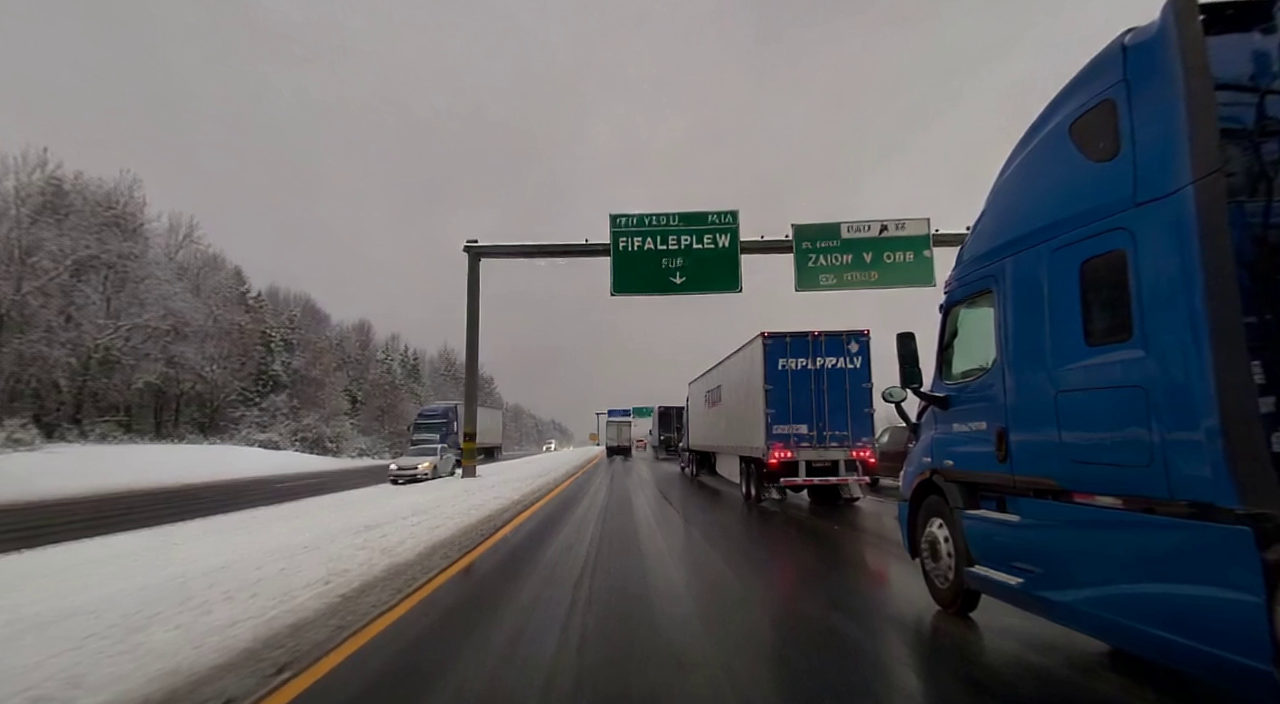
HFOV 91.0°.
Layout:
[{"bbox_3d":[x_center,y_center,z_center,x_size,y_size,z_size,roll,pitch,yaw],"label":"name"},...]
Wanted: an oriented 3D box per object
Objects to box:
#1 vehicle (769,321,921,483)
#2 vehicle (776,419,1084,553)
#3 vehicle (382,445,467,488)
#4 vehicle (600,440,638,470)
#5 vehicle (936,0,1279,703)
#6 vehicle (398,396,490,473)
[{"bbox_3d":[4.079,1.054,12.943,2.244,3.047,2.035,0,-8,-2],"label":"vehicle"},{"bbox_3d":[4.355,1.827,9.366,4.253,1.543,2.045,4,-9,-31],"label":"vehicle"},{"bbox_3d":[-9.007,4.800,26.763,2.045,1.603,4.731,0,-8,-1],"label":"vehicle"},{"bbox_3d":[-1.111,5.532,34.045,1.943,1.491,3.459,0,-8,-1],"label":"vehicle"},{"bbox_3d":[4.023,-0.177,2.065,2.951,3.857,5.902,0,-8,-1],"label":"vehicle"},{"bbox_3d":[-13.497,5.952,44.837,2.972,4.669,12.286,0,-8,-2],"label":"vehicle"}]
